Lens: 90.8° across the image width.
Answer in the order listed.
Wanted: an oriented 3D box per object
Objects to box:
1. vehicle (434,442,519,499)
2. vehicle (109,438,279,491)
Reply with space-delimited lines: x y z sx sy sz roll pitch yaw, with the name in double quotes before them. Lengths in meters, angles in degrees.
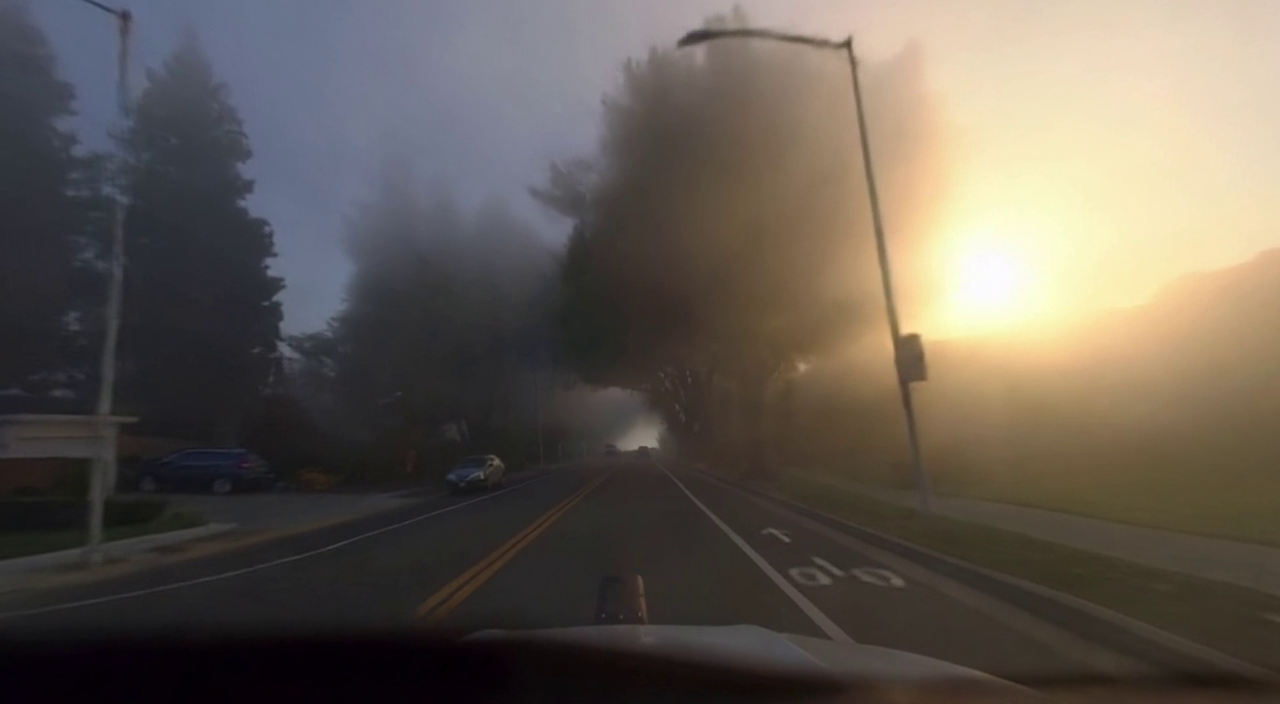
"vehicle" -6.610 4.839 26.115 2.176 1.885 5.174 -5 -10 -2
"vehicle" -15.675 3.962 22.334 4.735 1.712 1.992 -2 -9 9
